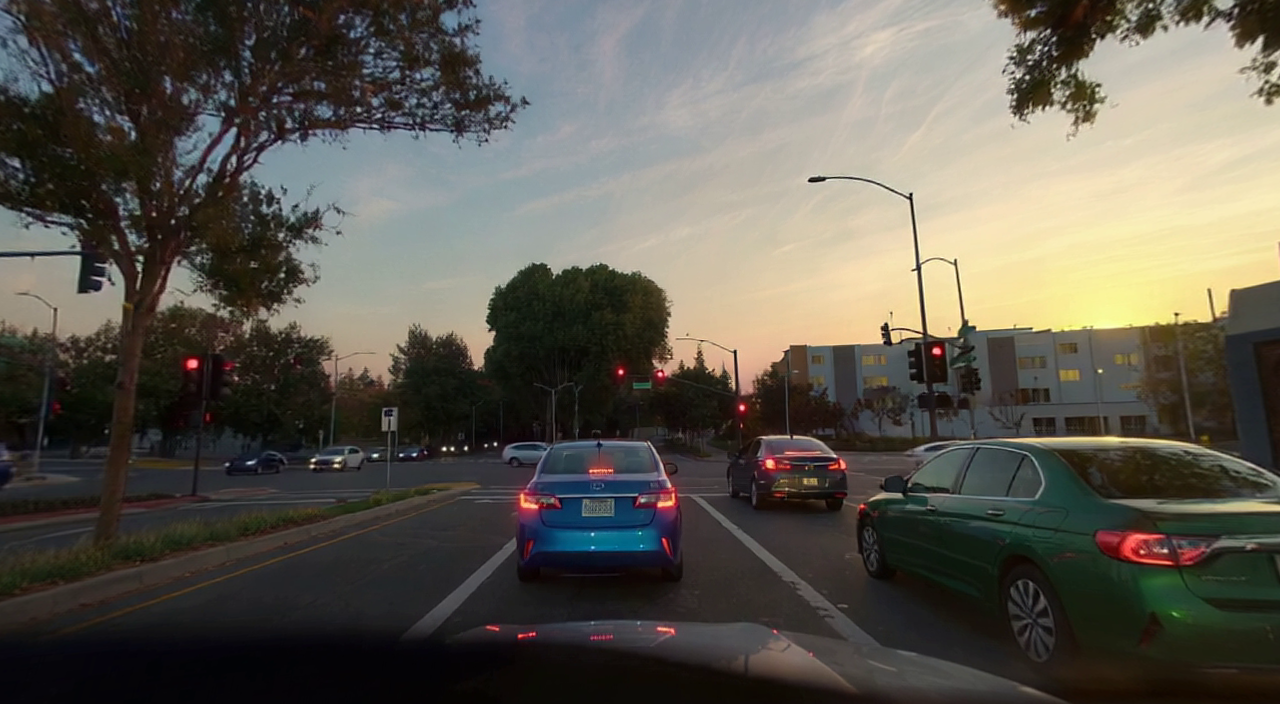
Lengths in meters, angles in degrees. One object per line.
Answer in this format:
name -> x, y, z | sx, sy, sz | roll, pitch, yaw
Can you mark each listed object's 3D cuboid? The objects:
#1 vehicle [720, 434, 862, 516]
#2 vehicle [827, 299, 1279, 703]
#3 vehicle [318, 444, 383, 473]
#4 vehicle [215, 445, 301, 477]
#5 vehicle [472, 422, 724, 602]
vehicle -> 3.156, 2.673, 14.303 | 2.026, 1.549, 4.559 | 0, -8, -1
vehicle -> 3.577, 1.107, 5.053 | 2.572, 1.945, 5.065 | 0, -8, 0
vehicle -> -17.918, 6.565, 39.327 | 1.976, 1.667, 4.274 | 0, -8, 0
vehicle -> -21.648, 6.168, 36.042 | 1.935, 1.701, 4.590 | 0, -8, 1
vehicle -> -0.370, 1.651, 7.380 | 2.143, 1.520, 3.848 | 0, -8, 0
